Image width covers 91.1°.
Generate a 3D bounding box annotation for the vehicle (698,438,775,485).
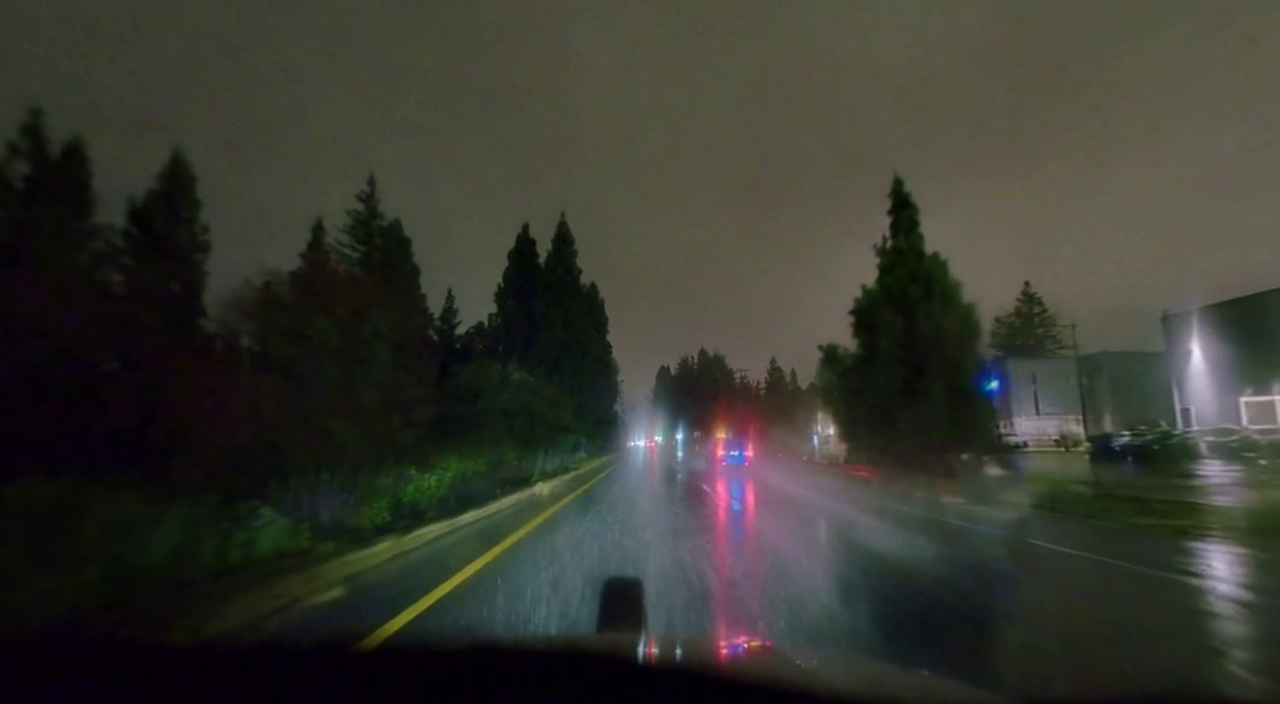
[{"bbox_3d":[3.431,3.971,23.060,2.079,1.531,3.997,0,-8,-1],"label":"vehicle"}]
